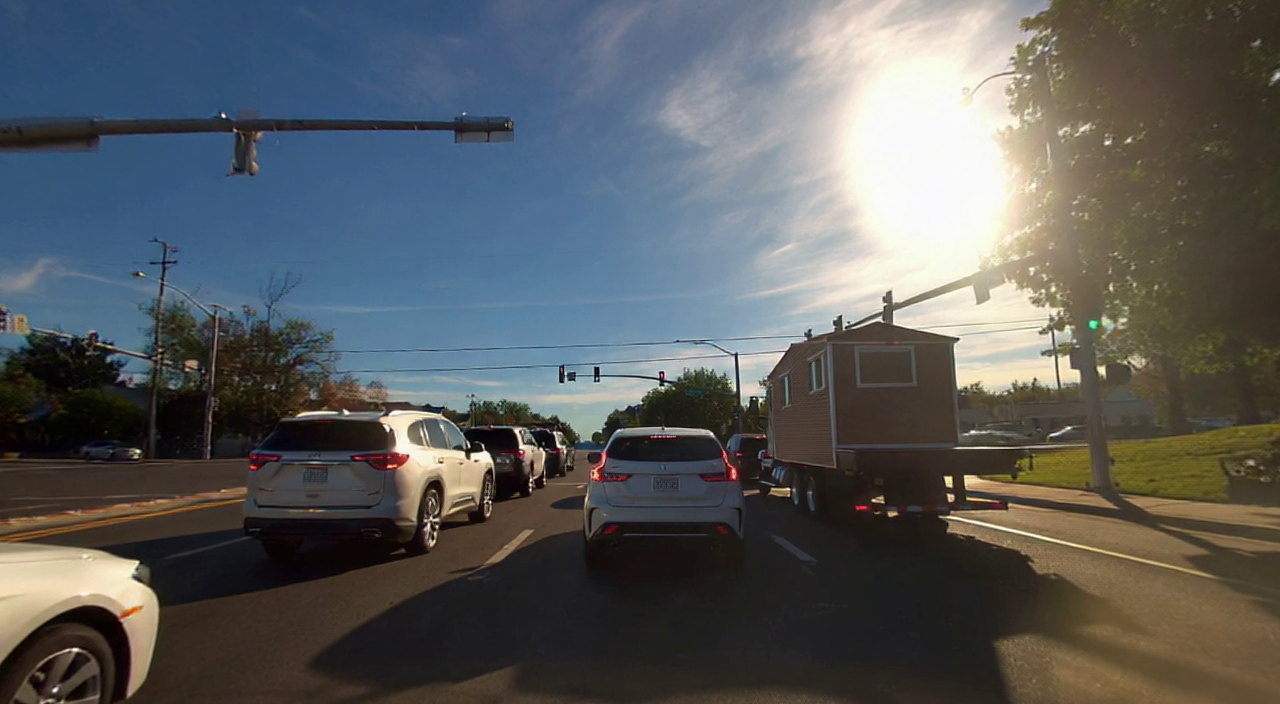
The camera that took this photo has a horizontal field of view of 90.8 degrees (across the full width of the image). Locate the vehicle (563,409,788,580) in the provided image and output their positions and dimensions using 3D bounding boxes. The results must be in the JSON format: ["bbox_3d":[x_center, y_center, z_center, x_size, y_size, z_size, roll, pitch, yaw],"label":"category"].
[{"bbox_3d":[0.353,1.706,8.315,2.189,1.649,4.171,0,-9,0],"label":"vehicle"}]

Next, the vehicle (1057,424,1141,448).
[{"bbox_3d":[33.190,6.127,45.865,4.671,1.595,1.824,-5,-10,31],"label":"vehicle"}]

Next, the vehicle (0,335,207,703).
[{"bbox_3d":[-3.434,0.669,1.475,1.952,1.730,4.116,0,-9,-1],"label":"vehicle"}]

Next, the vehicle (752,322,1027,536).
[{"bbox_3d":[3.684,1.387,10.977,2.531,2.750,5.595,0,-9,1],"label":"vehicle"}]

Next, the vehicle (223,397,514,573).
[{"bbox_3d":[-3.271,1.713,8.842,2.085,1.812,4.388,0,-9,0],"label":"vehicle"}]
